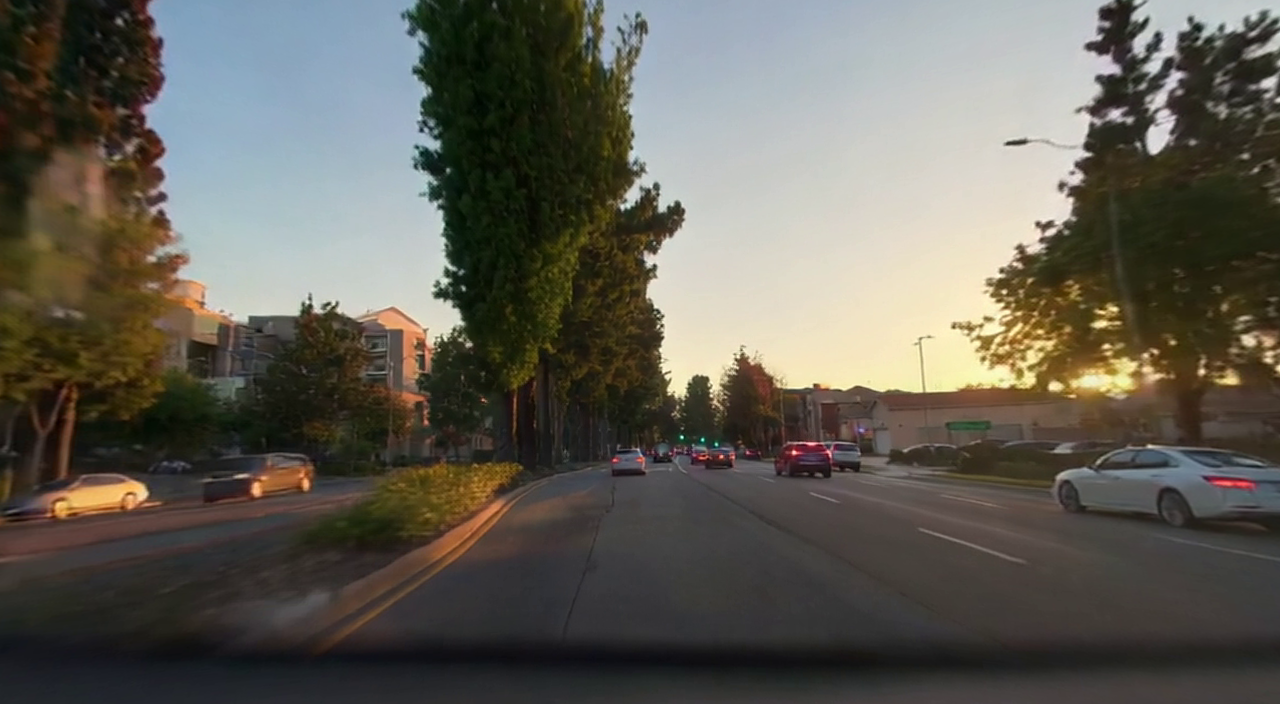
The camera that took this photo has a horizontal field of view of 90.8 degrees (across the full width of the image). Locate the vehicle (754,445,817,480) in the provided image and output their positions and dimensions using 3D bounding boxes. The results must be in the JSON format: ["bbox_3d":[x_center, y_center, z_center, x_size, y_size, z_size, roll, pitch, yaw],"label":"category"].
[{"bbox_3d":[6.601,5.046,29.093,2.020,1.472,3.958,0,-9,2],"label":"vehicle"}]

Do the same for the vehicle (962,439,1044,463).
[{"bbox_3d":[27.867,7.594,48.658,5.026,1.733,2.014,0,-8,2],"label":"vehicle"}]

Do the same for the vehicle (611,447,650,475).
[{"bbox_3d":[-0.512,6.184,35.949,2.077,1.477,3.897,0,-9,0],"label":"vehicle"}]

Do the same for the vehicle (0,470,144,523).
[{"bbox_3d":[-18.322,4.492,20.063,1.769,1.344,3.947,-1,-9,3],"label":"vehicle"}]

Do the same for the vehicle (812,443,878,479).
[{"bbox_3d":[10.366,5.511,32.279,1.945,1.687,4.292,0,-9,1],"label":"vehicle"}]

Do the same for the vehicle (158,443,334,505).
[{"bbox_3d":[-14.791,4.587,24.372,2.879,2.048,5.861,-1,-9,2],"label":"vehicle"}]

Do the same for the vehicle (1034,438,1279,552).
[{"bbox_3d":[9.154,2.275,10.848,1.888,1.508,4.646,-1,-9,2],"label":"vehicle"}]
